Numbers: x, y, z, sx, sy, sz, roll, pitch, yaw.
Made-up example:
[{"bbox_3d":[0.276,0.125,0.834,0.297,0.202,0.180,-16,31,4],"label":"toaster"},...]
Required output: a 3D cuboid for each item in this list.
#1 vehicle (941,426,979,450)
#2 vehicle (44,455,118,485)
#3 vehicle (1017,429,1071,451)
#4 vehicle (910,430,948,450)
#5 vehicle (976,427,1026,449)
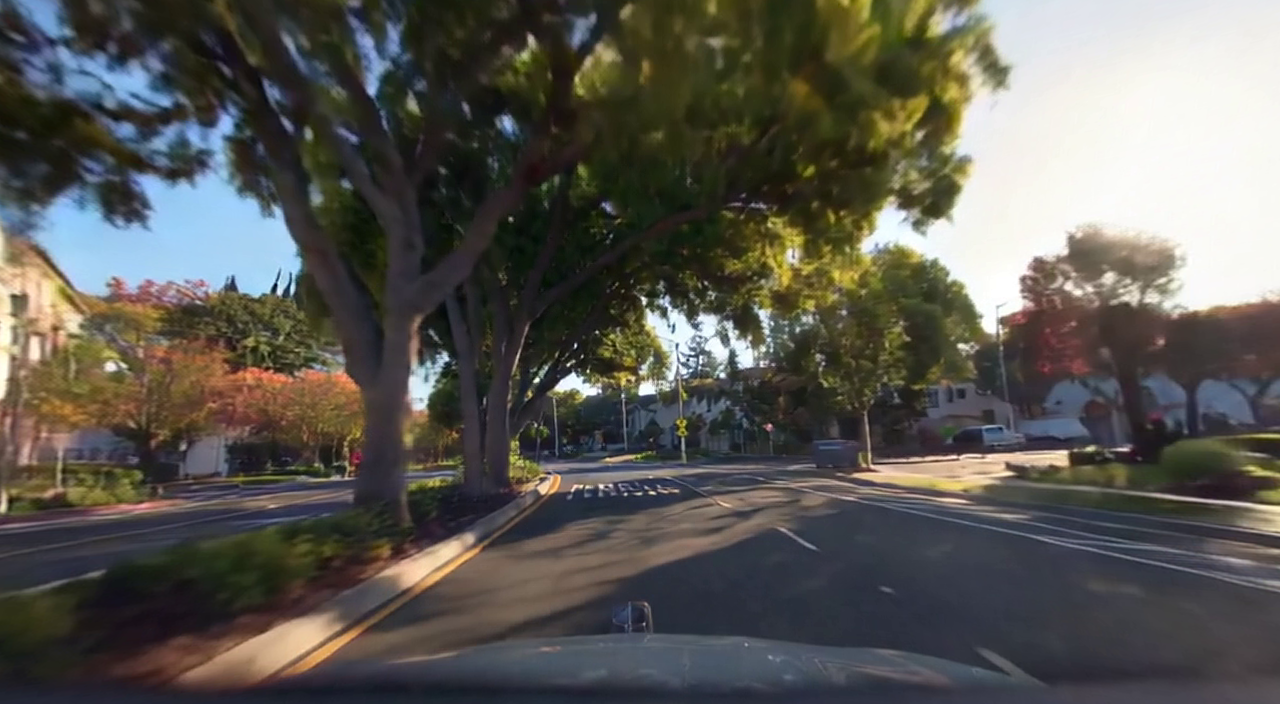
[{"bbox_3d":[24.700,6.598,48.770,1.994,1.714,4.222,-1,-7,18],"label":"vehicle"},{"bbox_3d":[-39.975,8.395,45.274,2.227,1.905,5.954,4,-9,-24],"label":"vehicle"},{"bbox_3d":[31.180,6.841,48.789,1.854,1.512,4.082,-6,-9,8],"label":"vehicle"},{"bbox_3d":[22.565,6.887,49.318,1.702,1.536,3.896,-1,-8,9],"label":"vehicle"},{"bbox_3d":[28.388,6.783,49.683,1.798,1.621,3.735,0,-8,3],"label":"vehicle"}]
